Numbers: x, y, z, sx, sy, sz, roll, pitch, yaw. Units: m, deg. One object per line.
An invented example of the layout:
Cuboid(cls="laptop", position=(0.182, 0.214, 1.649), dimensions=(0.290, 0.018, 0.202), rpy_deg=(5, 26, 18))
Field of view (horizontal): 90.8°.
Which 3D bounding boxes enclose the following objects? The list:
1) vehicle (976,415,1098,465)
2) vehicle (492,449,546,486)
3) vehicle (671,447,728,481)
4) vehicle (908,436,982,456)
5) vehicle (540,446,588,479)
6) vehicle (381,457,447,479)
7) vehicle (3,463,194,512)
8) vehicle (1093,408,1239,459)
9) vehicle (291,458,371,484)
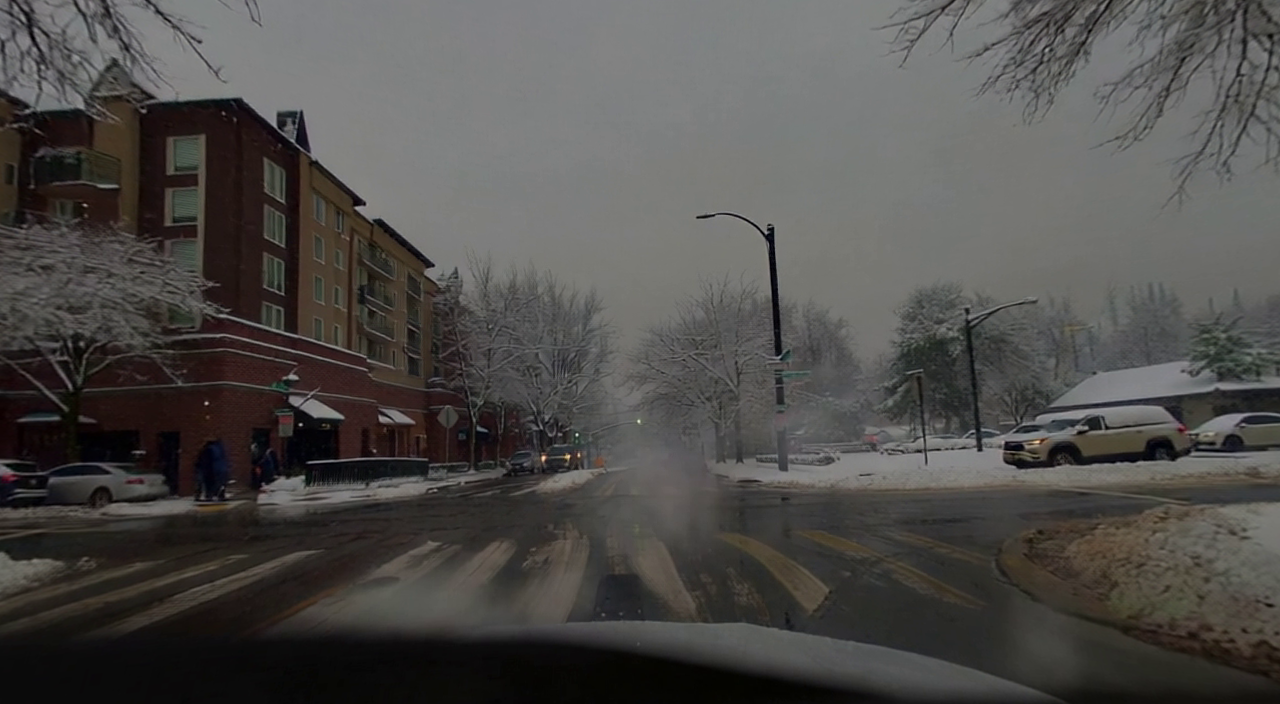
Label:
Cuboid(cls="vehicle", position=(16.744, 3.813, 27.000), dimensions=(2.041, 1.921, 4.574), rpy_deg=(0, -9, -2))
Cuboid(cls="vehicle", position=(-7.615, 7.282, 40.251), dimensions=(2.193, 1.814, 5.061), rpy_deg=(-9, -9, 0))
Cuboid(cls="vehicle", position=(3.216, 5.884, 33.478), dimensions=(1.942, 1.603, 3.785), rpy_deg=(-1, -8, 23))
Cuboid(cls="vehicle", position=(23.015, 7.126, 47.772), dimensions=(4.528, 1.475, 2.070), rpy_deg=(0, -9, 3))
Cuboid(cls="vehicle", position=(-4.464, 6.574, 37.689), dimensions=(2.102, 1.768, 4.290), rpy_deg=(-2, -9, 2))
Cuboid(cls="vehicle", position=(-16.916, 8.696, 47.360), dimensions=(4.203, 1.544, 1.889), rpy_deg=(0, -8, 1))
Cuboid(cls="vehicle", position=(-17.315, 4.334, 20.374), dimensions=(4.439, 1.448, 1.793), rpy_deg=(0, -9, 0))
Cuboid(cls="vehicle", position=(22.305, 3.556, 27.148), dimensions=(2.137, 1.962, 4.988), rpy_deg=(-1, -9, 3))
Cuboid(cls="vehicle", position=(-23.185, 8.922, 47.503), dimensions=(4.844, 1.836, 2.117), rpy_deg=(-1, -8, 5))
